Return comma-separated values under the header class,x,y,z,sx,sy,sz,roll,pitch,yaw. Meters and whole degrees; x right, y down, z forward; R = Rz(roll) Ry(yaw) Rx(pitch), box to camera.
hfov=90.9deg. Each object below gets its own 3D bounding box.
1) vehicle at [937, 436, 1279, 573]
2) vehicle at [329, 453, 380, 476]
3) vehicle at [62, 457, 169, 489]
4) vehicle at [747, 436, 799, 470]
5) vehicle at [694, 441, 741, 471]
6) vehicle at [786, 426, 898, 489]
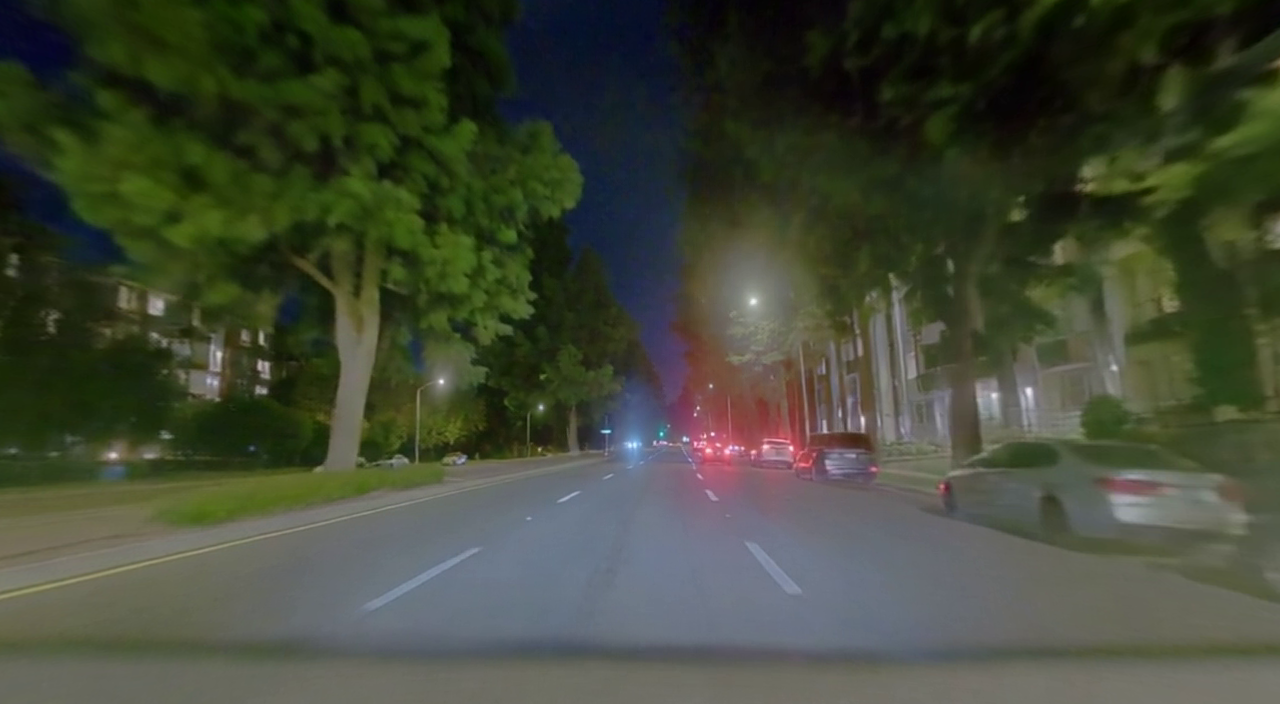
class,x,y,z,sx,sy,sz,roll,pitch,yaw
vehicle,6.559,2.054,9.475,1.943,1.496,4.893,0,-8,2
vehicle,-21.140,8.335,46.845,1.780,1.573,3.881,-1,-8,3
vehicle,-30.626,7.009,36.894,4.598,1.661,1.958,7,-11,-41
vehicle,7.722,5.915,37.036,2.092,1.849,5.068,0,-8,2
vehicle,4.146,5.606,34.293,2.128,1.502,4.572,0,-8,2
vehicle,7.015,3.748,22.705,2.213,1.949,5.907,0,-8,2
